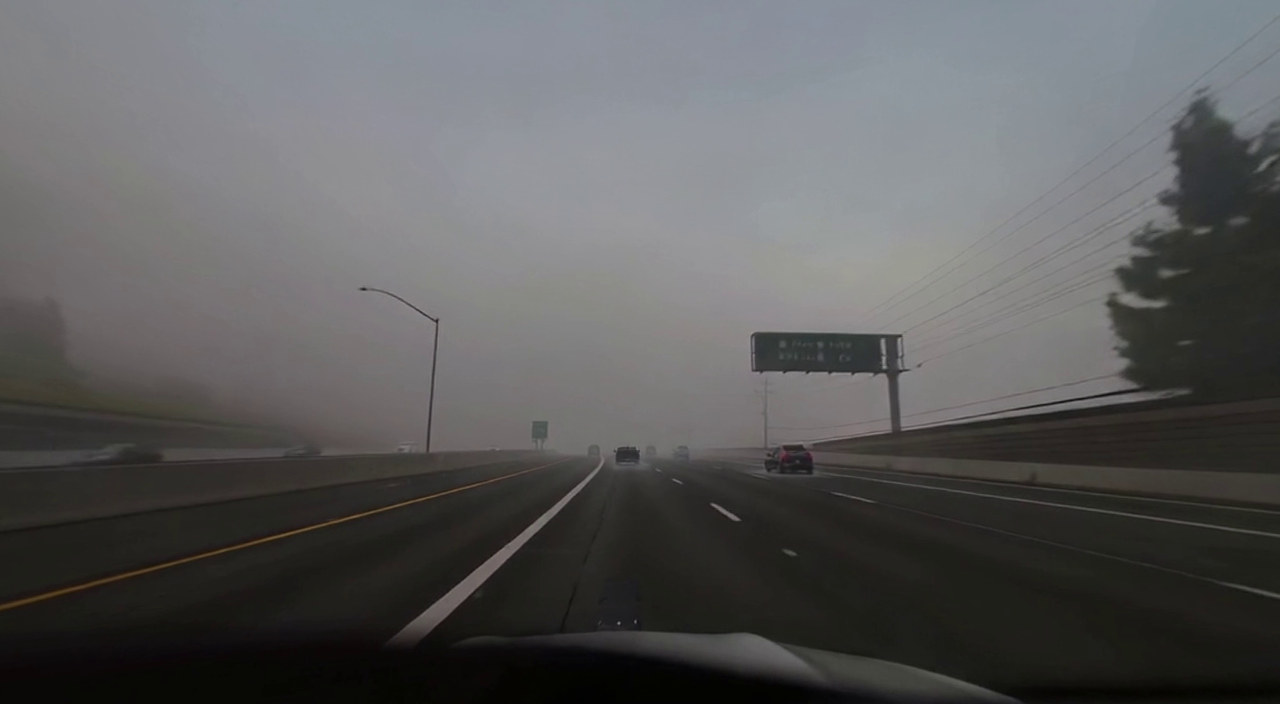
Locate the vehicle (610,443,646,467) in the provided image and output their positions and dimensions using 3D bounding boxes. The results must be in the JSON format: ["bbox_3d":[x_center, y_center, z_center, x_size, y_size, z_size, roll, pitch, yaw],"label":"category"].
[{"bbox_3d":[-0.825,6.626,40.825,2.109,1.489,4.027,0,-9,-4],"label":"vehicle"}]

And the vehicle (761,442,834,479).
[{"bbox_3d":[6.670,4.626,27.234,1.876,1.451,4.154,0,-9,-3],"label":"vehicle"}]

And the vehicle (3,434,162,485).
[{"bbox_3d":[-20.355,3.935,23.424,1.901,1.689,4.398,0,-9,-2],"label":"vehicle"}]
